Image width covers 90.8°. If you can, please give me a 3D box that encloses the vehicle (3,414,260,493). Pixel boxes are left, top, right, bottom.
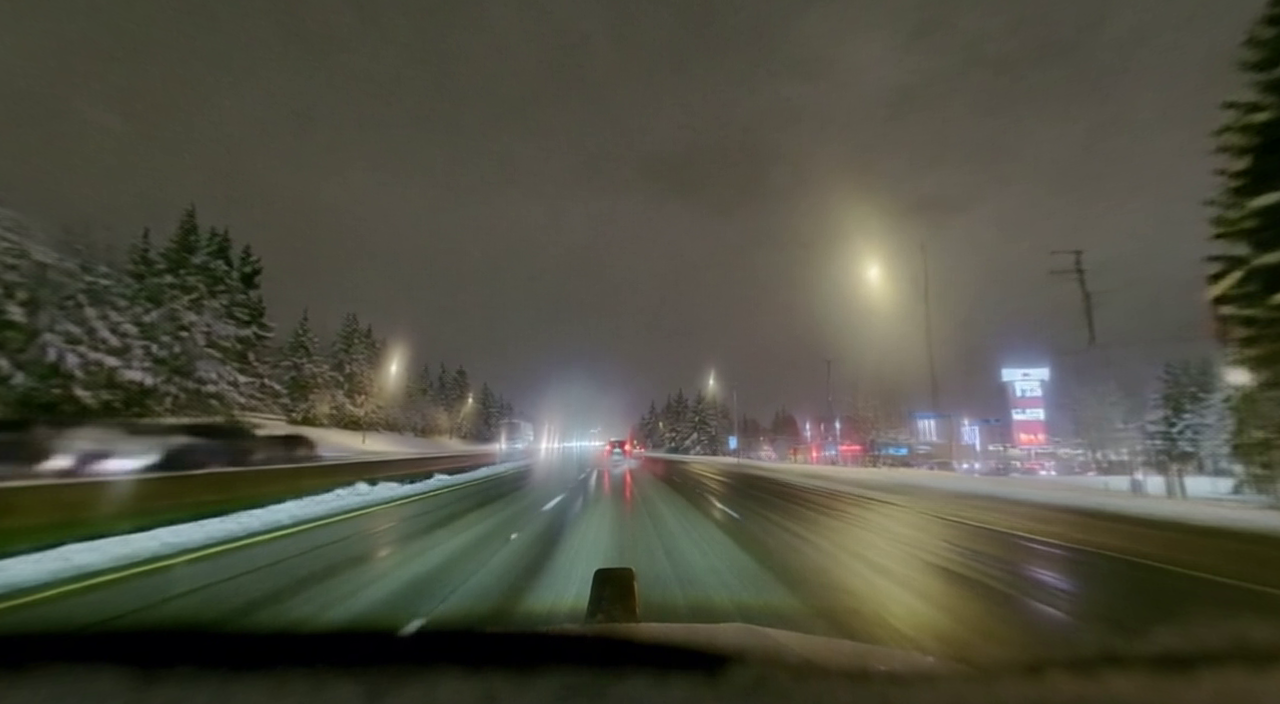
[{"bbox_3d":[-11.285,2.331,14.637,2.073,1.508,4.703,0,-9,-1],"label":"vehicle"}]

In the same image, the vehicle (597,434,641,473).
[{"bbox_3d":[-1.152,5.279,33.050,2.155,1.856,4.796,1,-9,-3],"label":"vehicle"}]
